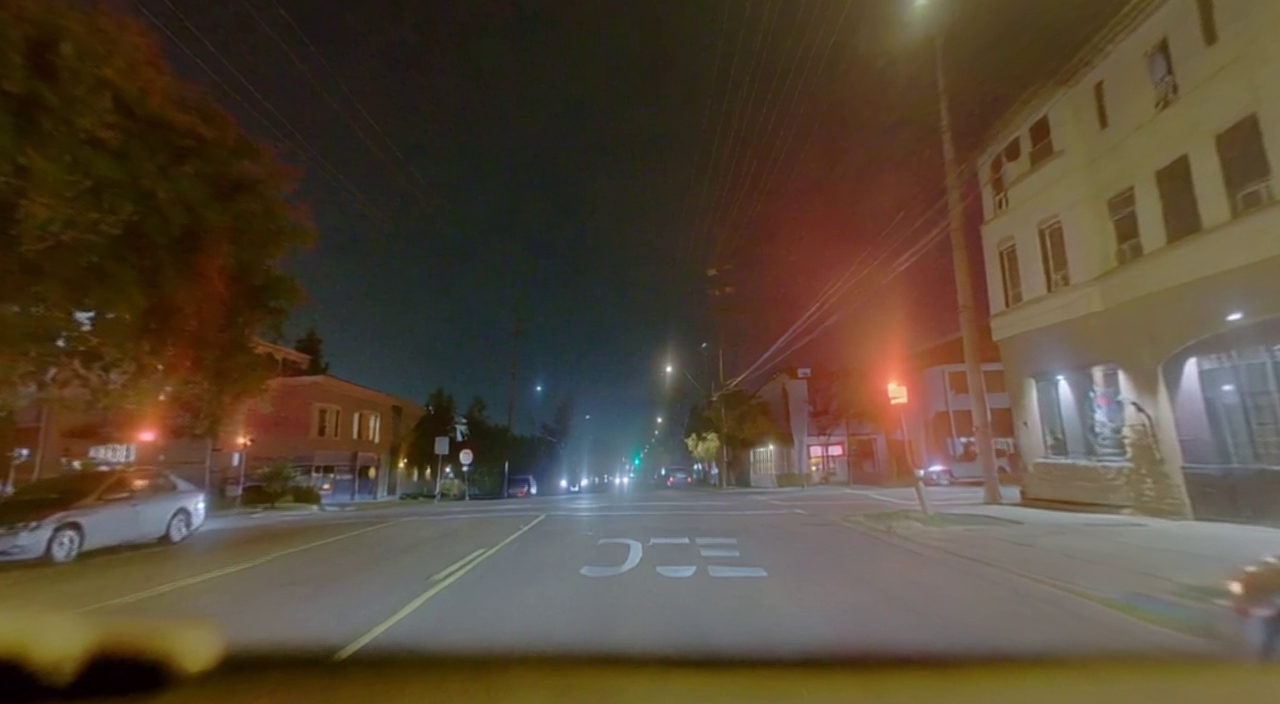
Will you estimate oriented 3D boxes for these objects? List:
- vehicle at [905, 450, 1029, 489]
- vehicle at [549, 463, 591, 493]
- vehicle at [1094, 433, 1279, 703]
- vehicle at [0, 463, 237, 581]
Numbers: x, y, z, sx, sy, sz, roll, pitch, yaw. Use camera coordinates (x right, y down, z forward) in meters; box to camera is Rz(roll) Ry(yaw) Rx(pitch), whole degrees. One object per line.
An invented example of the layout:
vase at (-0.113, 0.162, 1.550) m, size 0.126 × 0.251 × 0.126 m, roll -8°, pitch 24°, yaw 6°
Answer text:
vehicle at (14.904, 5.360, 28.978) m, size 4.609 × 1.660 × 1.900 m, roll 0°, pitch -9°, yaw -3°
vehicle at (-4.239, 7.717, 38.933) m, size 2.108 × 1.651 × 4.176 m, roll 0°, pitch -9°, yaw 0°
vehicle at (3.824, 0.903, 1.537) m, size 1.946 × 1.468 × 4.721 m, roll 0°, pitch -9°, yaw 0°
vehicle at (-9.446, 2.745, 10.980) m, size 2.000 × 1.495 × 4.687 m, roll 0°, pitch -9°, yaw -3°
